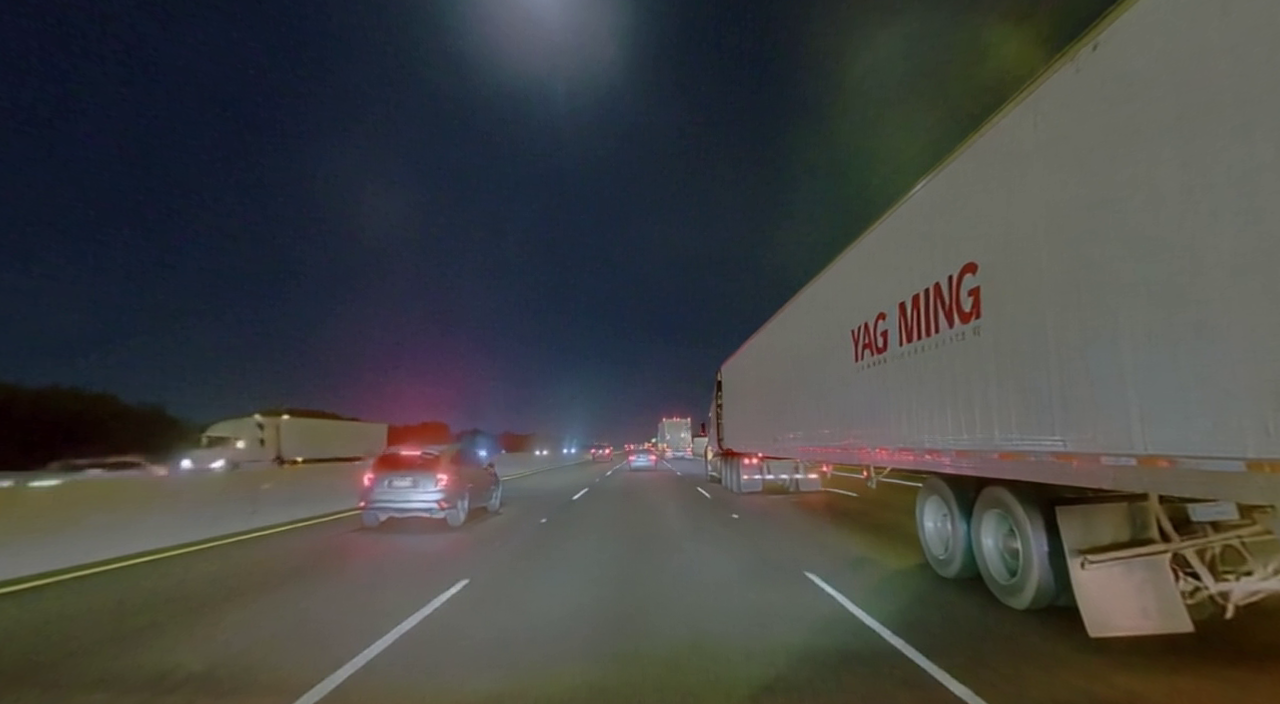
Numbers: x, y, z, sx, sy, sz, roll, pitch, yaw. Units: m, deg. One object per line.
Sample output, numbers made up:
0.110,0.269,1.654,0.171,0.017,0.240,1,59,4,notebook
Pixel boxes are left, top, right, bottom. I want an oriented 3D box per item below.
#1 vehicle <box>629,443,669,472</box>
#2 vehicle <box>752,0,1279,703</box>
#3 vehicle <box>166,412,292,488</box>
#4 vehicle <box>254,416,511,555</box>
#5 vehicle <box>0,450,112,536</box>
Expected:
0.449,5.777,34.729,2.063,1.469,4.208,0,-9,0,vehicle
3.872,0.338,7.461,2.821,4.077,12.562,0,-9,0,vehicle
-23.439,5.640,36.479,2.965,4.007,6.095,0,-9,0,vehicle
-3.753,2.062,10.477,2.091,1.722,4.974,0,-9,1,vehicle
-12.255,2.533,11.358,1.973,1.501,3.990,0,-9,0,vehicle
